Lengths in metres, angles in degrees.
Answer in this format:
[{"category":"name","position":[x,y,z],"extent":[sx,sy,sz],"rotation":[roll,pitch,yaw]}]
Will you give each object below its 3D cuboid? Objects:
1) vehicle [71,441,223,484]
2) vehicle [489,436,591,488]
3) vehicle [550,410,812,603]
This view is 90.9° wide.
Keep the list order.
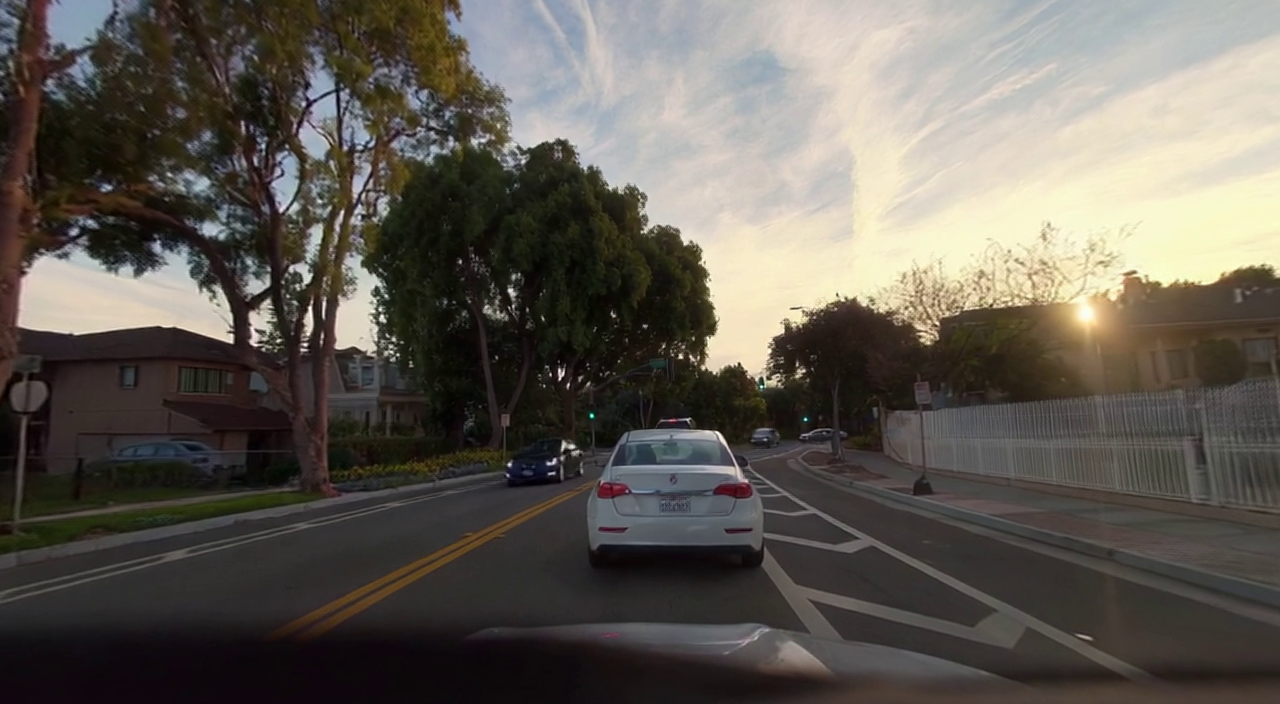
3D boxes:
[{"category":"vehicle","position":[-18.051,4.035,23.177],"extent":[4.069,1.445,2.063],"rotation":[-2,-9,9]},{"category":"vehicle","position":[-3.047,3.482,20.342],"extent":[2.060,1.479,4.462],"rotation":[-1,-8,7]},{"category":"vehicle","position":[0.367,1.509,7.039],"extent":[2.070,1.516,3.936],"rotation":[0,-8,1]}]
